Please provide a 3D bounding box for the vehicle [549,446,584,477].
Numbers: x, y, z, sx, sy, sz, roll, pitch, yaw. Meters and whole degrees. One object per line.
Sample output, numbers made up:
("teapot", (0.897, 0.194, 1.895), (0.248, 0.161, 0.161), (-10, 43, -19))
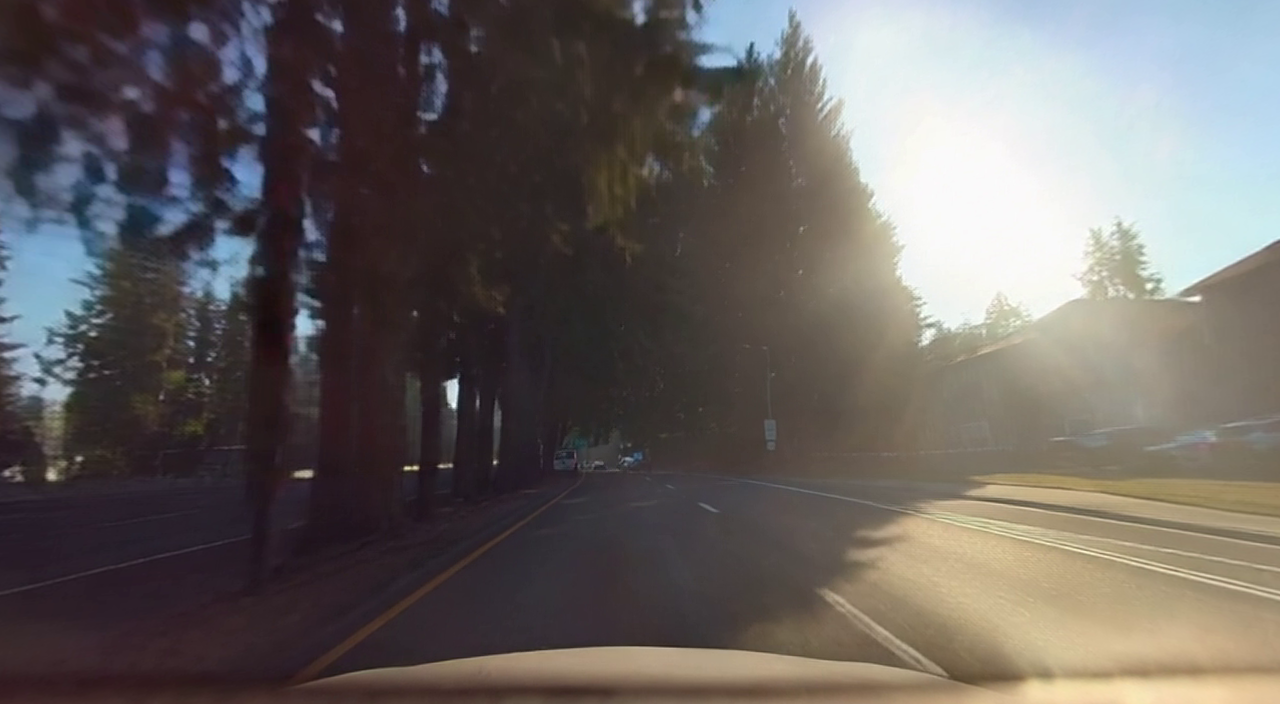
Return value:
("vehicle", (-5.667, 8.440, 49.215), (2.323, 2.252, 4.808), (0, -9, -2))
